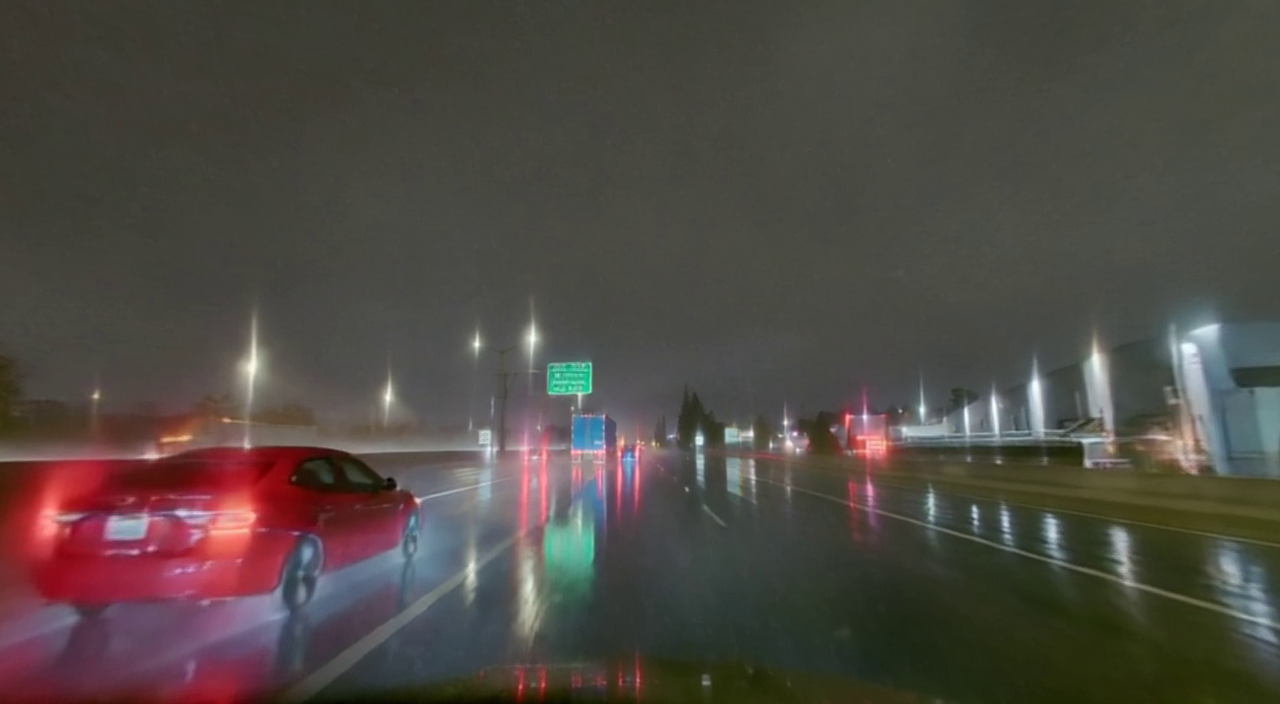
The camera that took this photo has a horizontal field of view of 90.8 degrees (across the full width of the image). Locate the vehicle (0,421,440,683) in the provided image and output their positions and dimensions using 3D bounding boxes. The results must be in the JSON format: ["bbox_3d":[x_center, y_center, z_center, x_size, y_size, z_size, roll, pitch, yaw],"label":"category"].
[{"bbox_3d":[-3.601,1.504,5.947,1.997,1.507,4.391,0,-9,0],"label":"vehicle"}]

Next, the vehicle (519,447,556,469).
[{"bbox_3d":[-7.475,7.770,46.561,2.026,1.477,4.467,0,-9,0],"label":"vehicle"}]

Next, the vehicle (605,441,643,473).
[{"bbox_3d":[-0.864,5.908,35.741,2.033,1.669,4.112,0,-9,0],"label":"vehicle"}]
